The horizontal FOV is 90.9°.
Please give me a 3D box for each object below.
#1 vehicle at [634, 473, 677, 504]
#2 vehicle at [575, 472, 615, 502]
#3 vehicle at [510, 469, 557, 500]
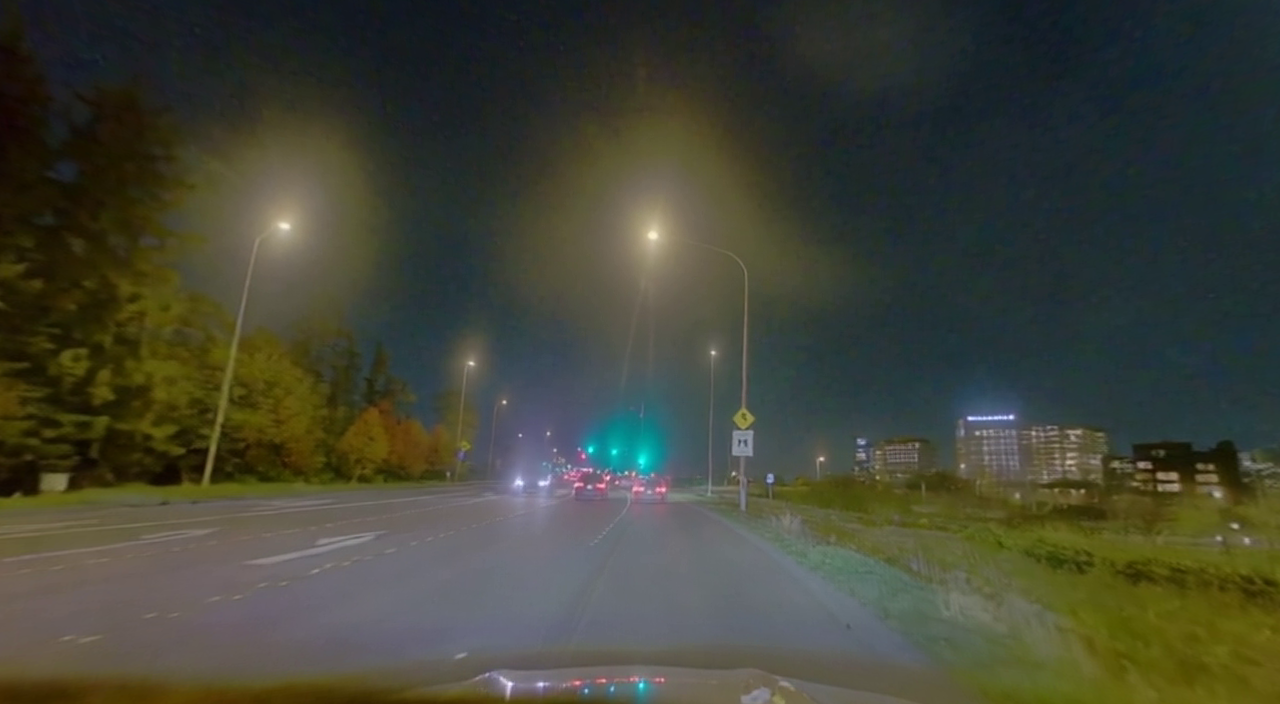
[{"bbox_3d":[0.791,7.334,34.044,2.129,1.471,4.258,1,-10,-1],"label":"vehicle"},{"bbox_3d":[-2.501,7.672,36.067,2.030,1.441,4.806,1,-10,-1],"label":"vehicle"},{"bbox_3d":[-5.965,7.438,35.696,2.016,1.573,4.259,1,-10,-1],"label":"vehicle"}]
